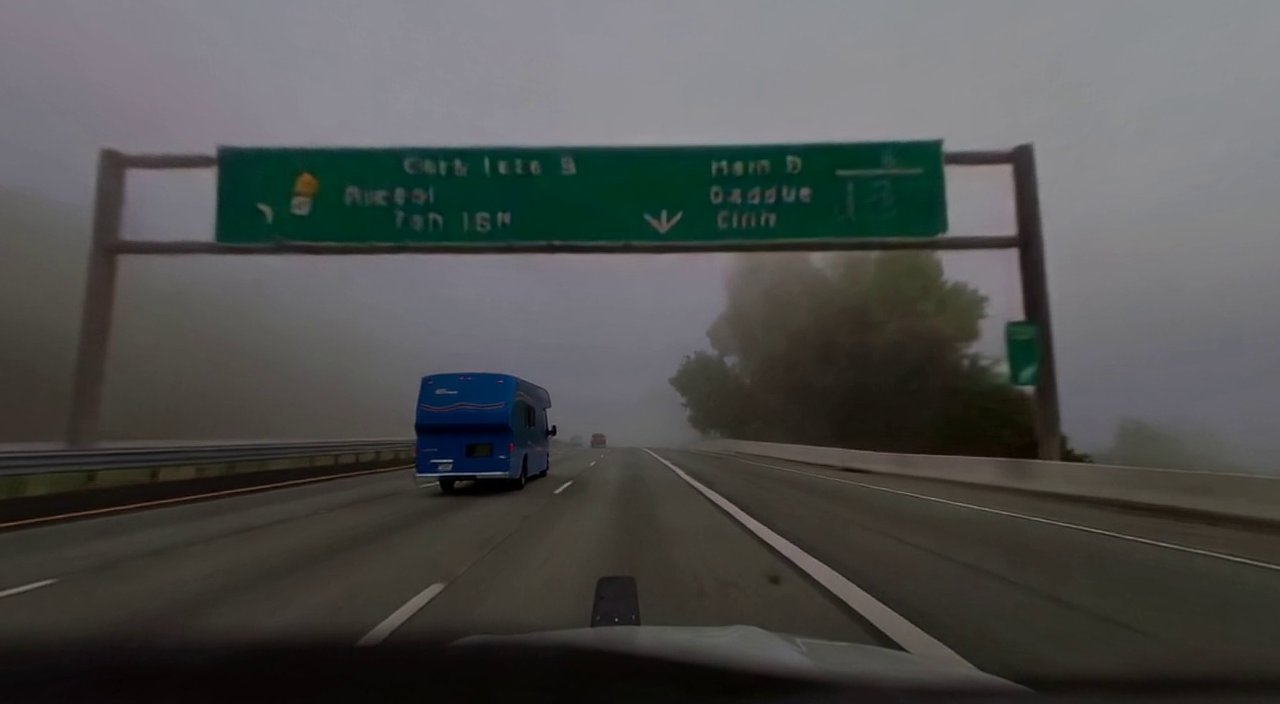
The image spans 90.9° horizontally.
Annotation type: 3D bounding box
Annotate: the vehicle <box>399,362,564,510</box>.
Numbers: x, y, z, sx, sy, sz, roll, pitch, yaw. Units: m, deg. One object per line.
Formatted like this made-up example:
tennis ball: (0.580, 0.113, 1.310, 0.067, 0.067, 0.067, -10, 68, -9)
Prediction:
vehicle: (-3.972, 2.328, 17.782, 2.676, 3.269, 7.388, -1, -7, 0)
